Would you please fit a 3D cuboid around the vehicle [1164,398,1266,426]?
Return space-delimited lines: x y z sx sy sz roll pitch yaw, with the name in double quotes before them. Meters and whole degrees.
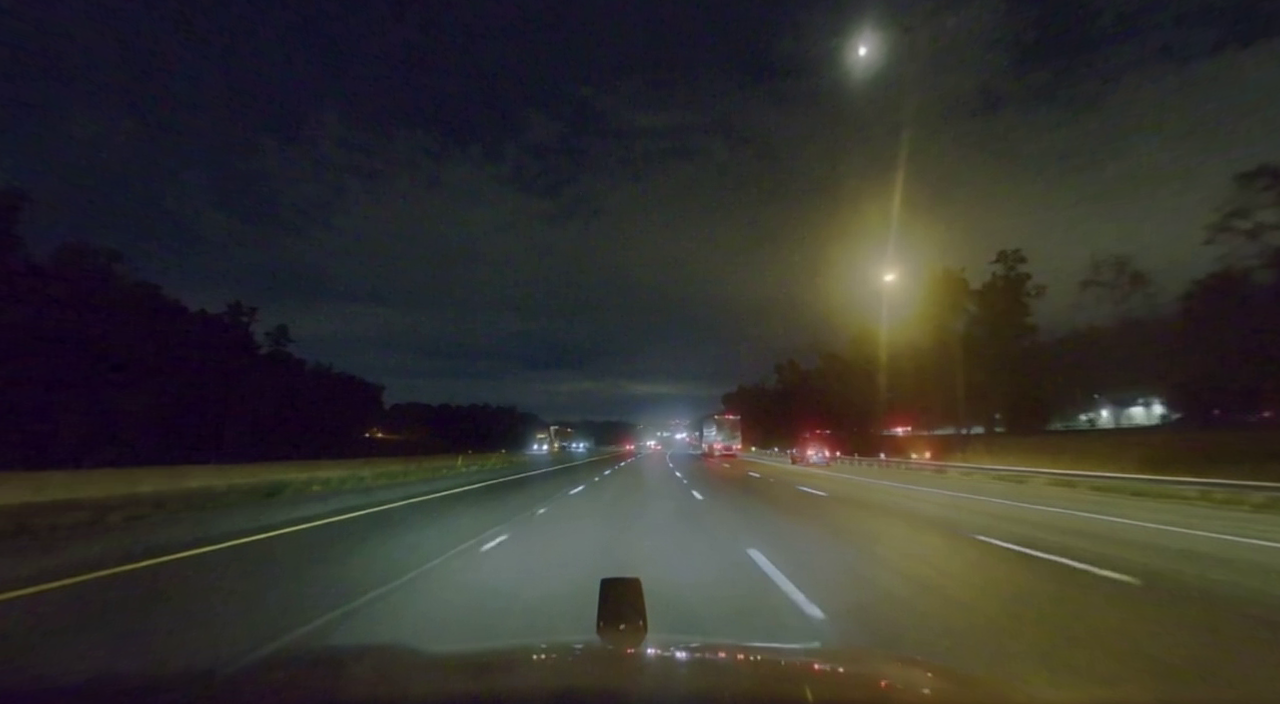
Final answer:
"vehicle" 44.371 4.679 48.866 2.205 1.861 5.602 1 -9 -8
